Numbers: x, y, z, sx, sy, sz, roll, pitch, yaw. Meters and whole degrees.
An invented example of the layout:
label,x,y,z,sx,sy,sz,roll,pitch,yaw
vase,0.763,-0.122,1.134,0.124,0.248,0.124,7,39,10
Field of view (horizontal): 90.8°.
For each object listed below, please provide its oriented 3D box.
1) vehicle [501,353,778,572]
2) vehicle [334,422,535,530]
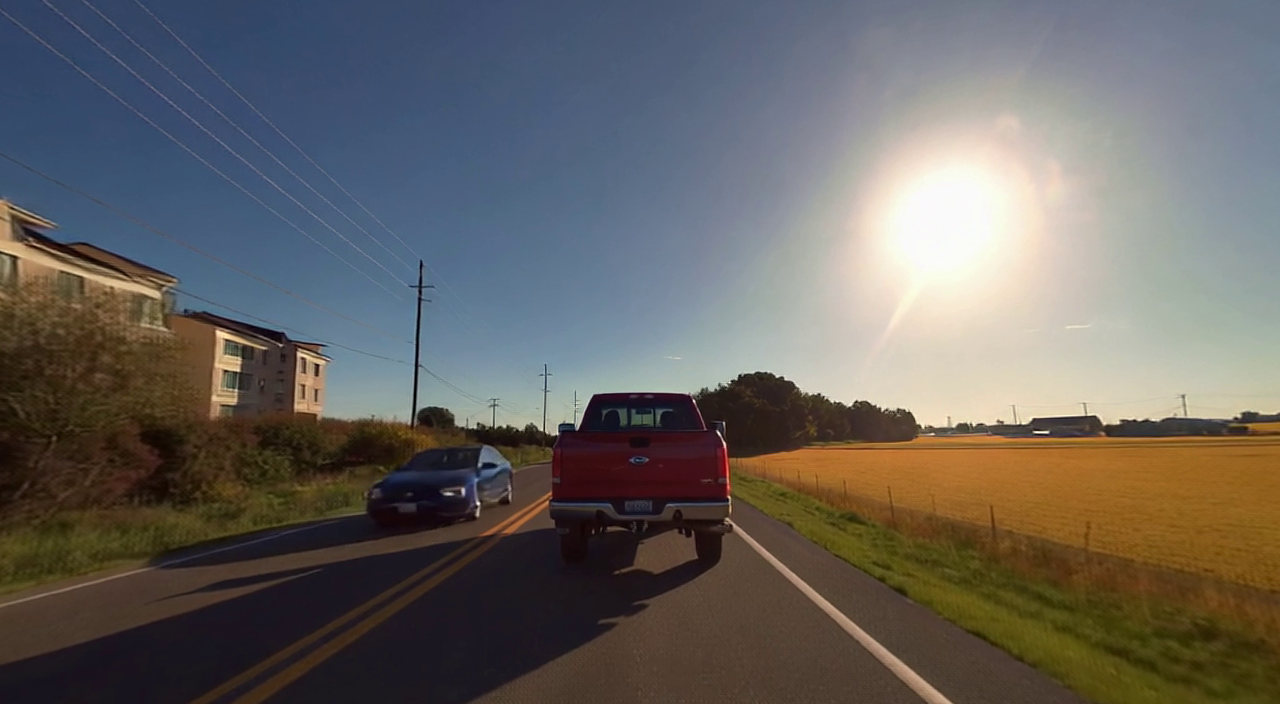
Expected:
label,x,y,z,sx,sy,sz,roll,pitch,yaw
vehicle,-0.084,1.694,10.409,2.912,2.320,7.292,0,-8,-1
vehicle,-3.836,2.455,13.236,2.343,1.727,5.684,0,-8,0
